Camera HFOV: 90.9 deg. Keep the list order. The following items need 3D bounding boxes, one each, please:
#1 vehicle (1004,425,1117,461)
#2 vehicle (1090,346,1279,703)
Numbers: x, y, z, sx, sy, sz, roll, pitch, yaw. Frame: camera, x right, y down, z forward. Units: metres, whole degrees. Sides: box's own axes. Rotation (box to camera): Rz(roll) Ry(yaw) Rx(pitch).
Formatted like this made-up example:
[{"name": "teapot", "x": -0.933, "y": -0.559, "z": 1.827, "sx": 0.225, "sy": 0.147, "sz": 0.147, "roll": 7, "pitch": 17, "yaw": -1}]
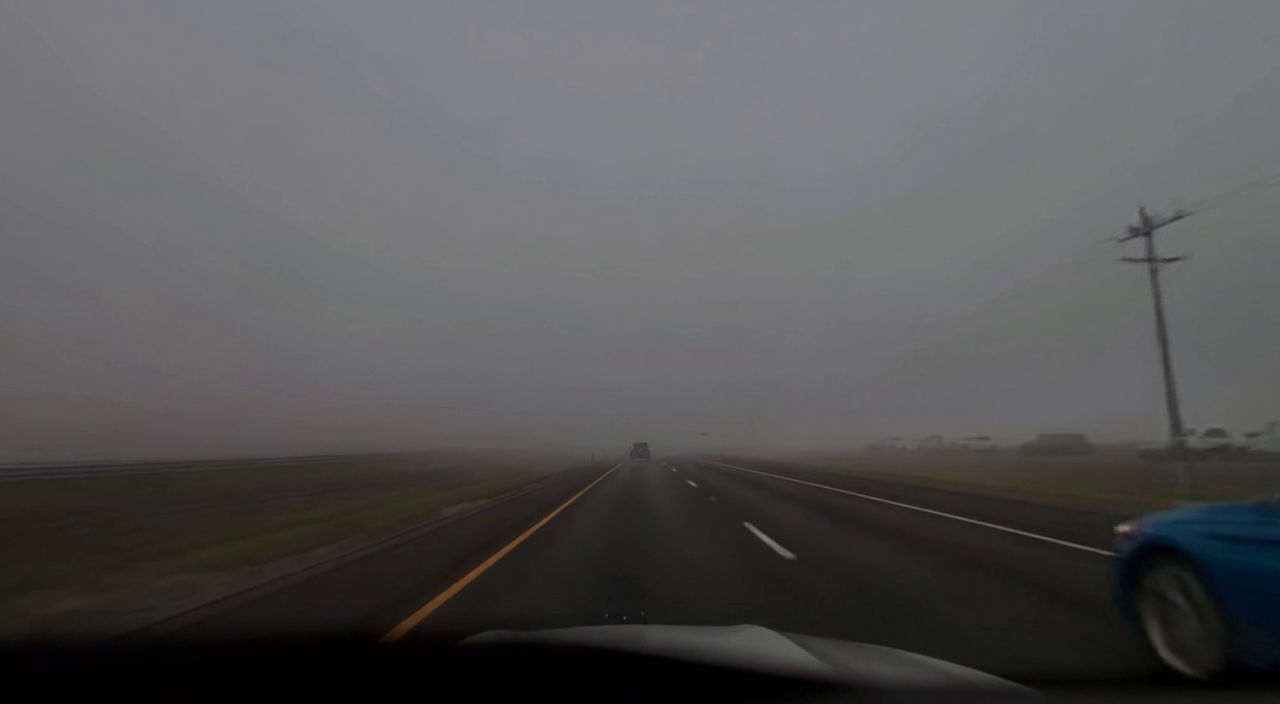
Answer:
[{"name": "vehicle", "x": 32.106, "y": 7.034, "z": 48.672, "sx": 2.717, "sy": 2.508, "sz": 8.501, "roll": 0, "pitch": -9, "yaw": -1}, {"name": "vehicle", "x": 3.510, "y": 0.603, "z": 1.070, "sx": 2.044, "sy": 1.658, "sz": 4.640, "roll": 0, "pitch": -8, "yaw": 0}]
